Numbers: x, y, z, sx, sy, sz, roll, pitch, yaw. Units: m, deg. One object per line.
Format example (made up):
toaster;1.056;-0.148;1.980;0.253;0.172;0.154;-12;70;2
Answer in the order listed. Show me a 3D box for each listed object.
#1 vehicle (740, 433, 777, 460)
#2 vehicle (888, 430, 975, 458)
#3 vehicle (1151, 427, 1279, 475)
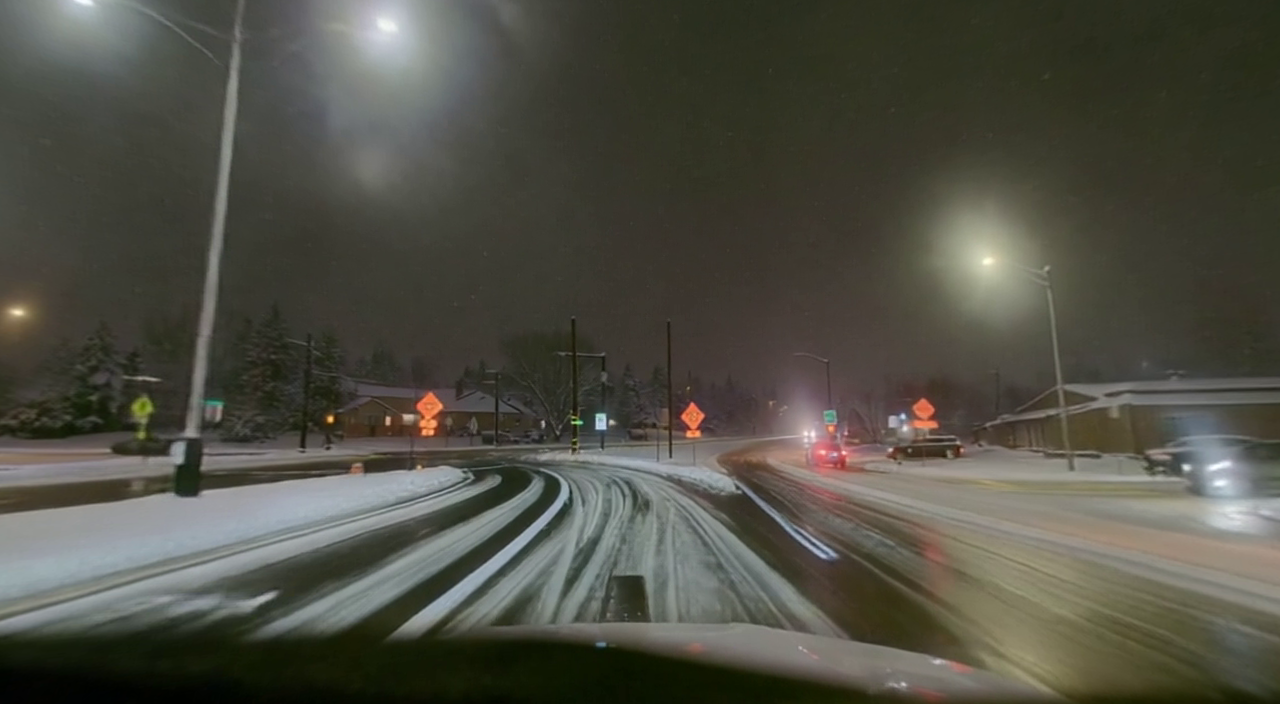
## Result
vehicle;8.301;6.708;44.610;2.150;1.779;4.423;-1;-9;6
vehicle;18.811;5.986;40.867;4.615;1.738;1.990;-1;-9;5
vehicle;23.773;3.978;25.401;4.703;1.808;1.987;1;-9;-4
